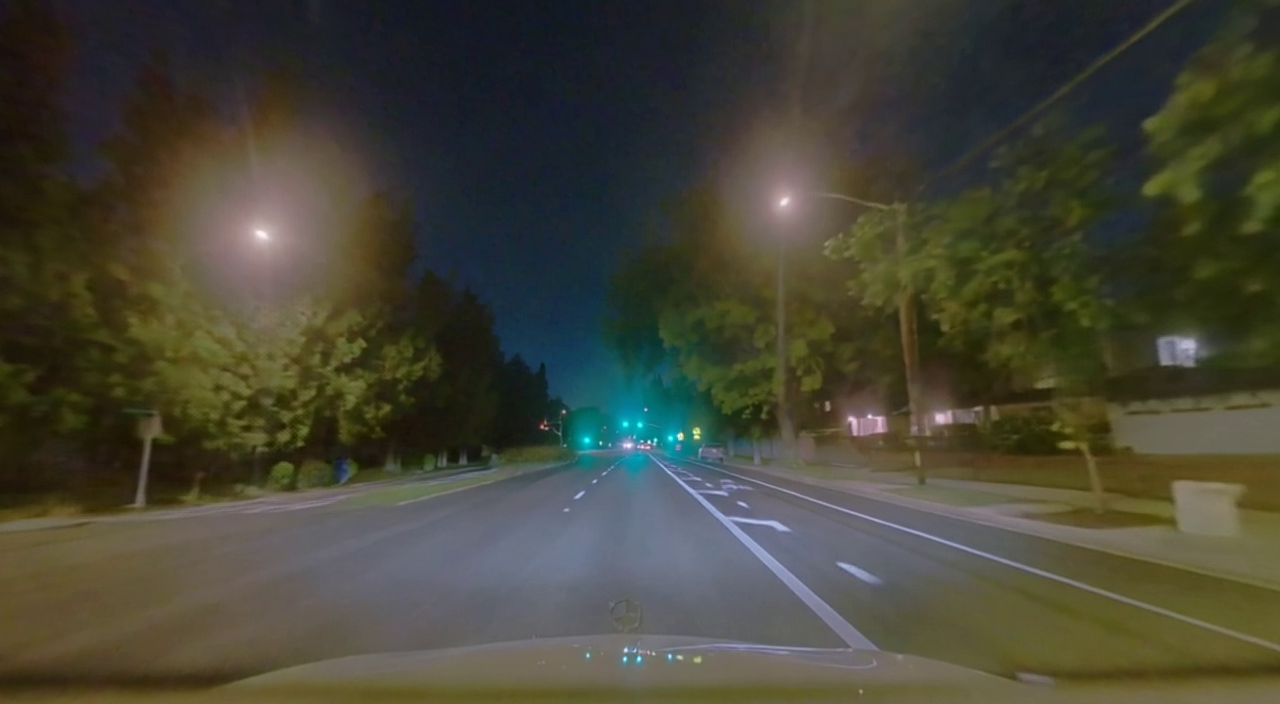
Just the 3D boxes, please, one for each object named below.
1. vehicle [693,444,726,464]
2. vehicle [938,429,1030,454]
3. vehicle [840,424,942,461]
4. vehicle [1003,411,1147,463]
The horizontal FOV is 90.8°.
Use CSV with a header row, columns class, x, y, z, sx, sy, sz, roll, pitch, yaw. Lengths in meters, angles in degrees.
class,x,y,z,sx,sy,sz,roll,pitch,yaw
vehicle,5.190,7.621,47.514,1.984,1.418,4.709,0,-8,0
vehicle,20.961,5.476,38.575,4.479,1.474,1.907,0,-8,-1
vehicle,15.132,5.484,38.321,5.136,1.795,2.244,-4,-9,-3
vehicle,15.091,3.050,22.305,1.908,1.610,4.582,0,-9,2
